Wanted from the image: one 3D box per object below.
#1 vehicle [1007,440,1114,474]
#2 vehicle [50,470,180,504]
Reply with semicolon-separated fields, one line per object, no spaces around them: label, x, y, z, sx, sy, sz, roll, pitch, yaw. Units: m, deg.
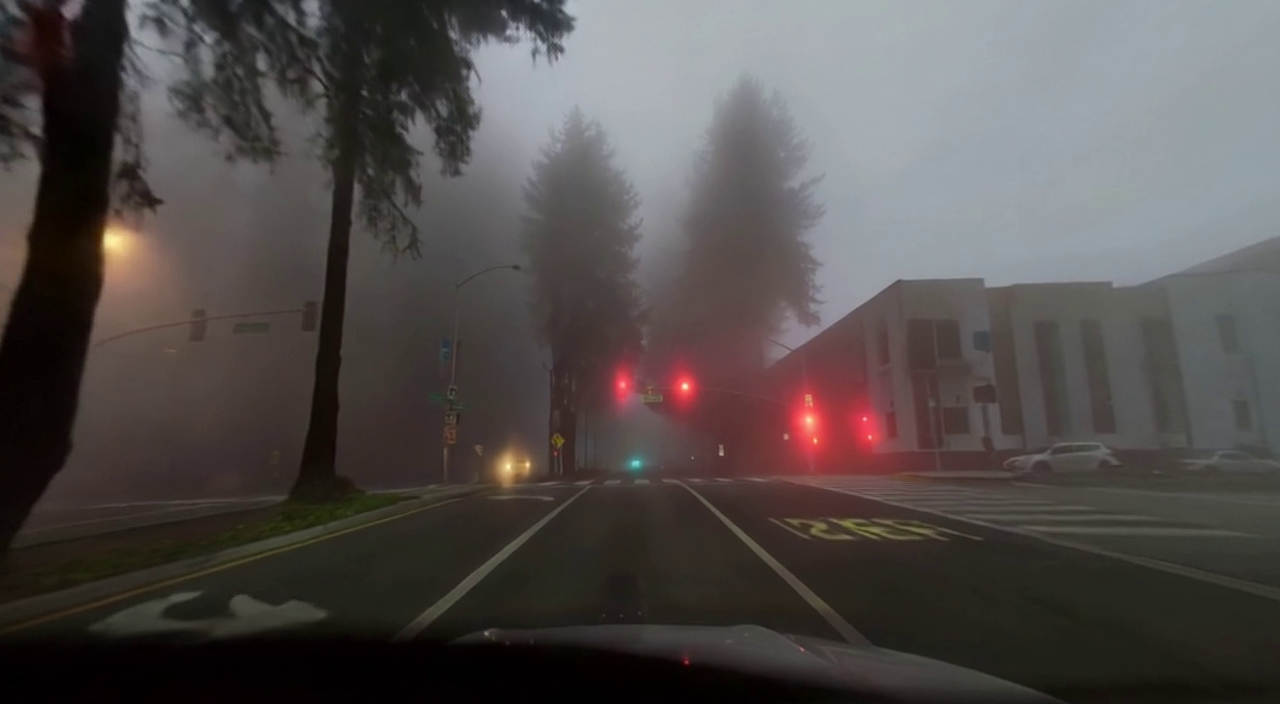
vehicle;21.318;5.328;32.170;3.967;1.636;1.932;-1;-9;1
vehicle;-26.585;6.857;32.111;4.758;1.549;2.194;-1;-9;4
